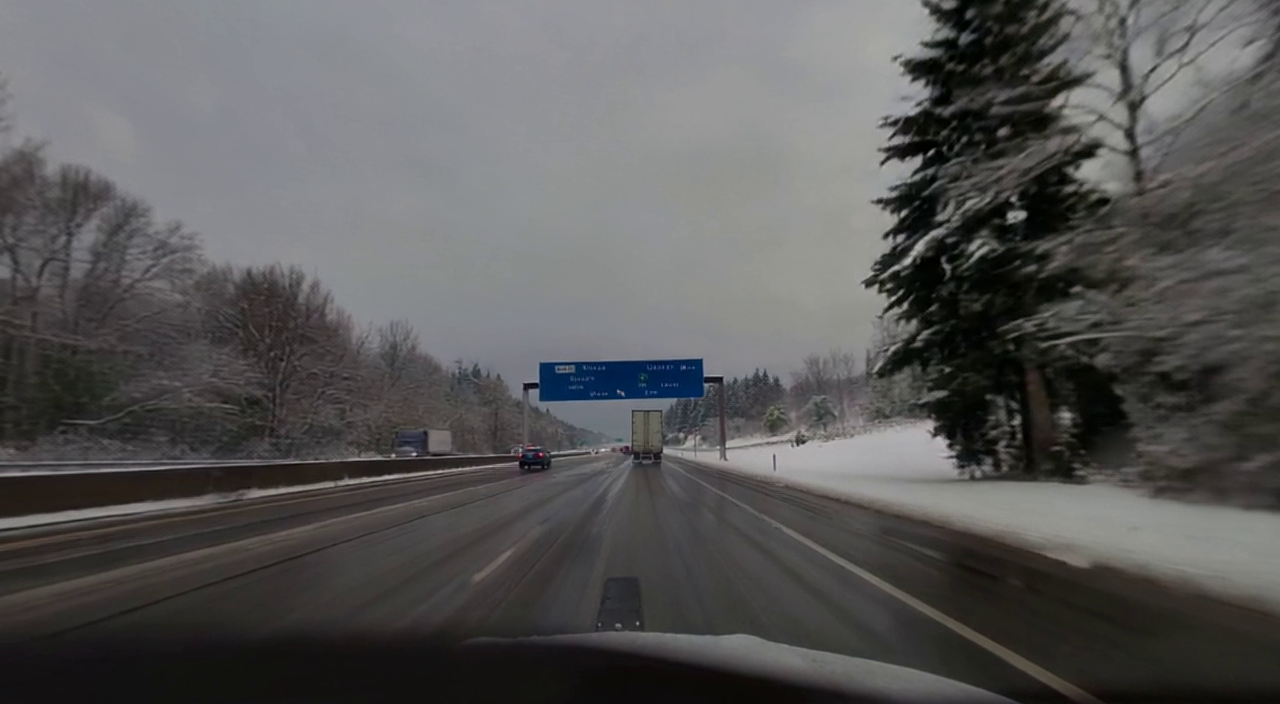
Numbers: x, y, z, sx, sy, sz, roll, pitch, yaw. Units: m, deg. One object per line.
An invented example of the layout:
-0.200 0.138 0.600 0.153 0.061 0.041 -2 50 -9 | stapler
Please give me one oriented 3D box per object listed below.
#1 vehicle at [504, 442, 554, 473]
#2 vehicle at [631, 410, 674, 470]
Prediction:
-6.615 6.353 37.991 2.119 1.754 4.404 0 -9 1 | vehicle
0.851 7.075 49.842 2.901 4.032 14.338 0 -9 0 | vehicle
